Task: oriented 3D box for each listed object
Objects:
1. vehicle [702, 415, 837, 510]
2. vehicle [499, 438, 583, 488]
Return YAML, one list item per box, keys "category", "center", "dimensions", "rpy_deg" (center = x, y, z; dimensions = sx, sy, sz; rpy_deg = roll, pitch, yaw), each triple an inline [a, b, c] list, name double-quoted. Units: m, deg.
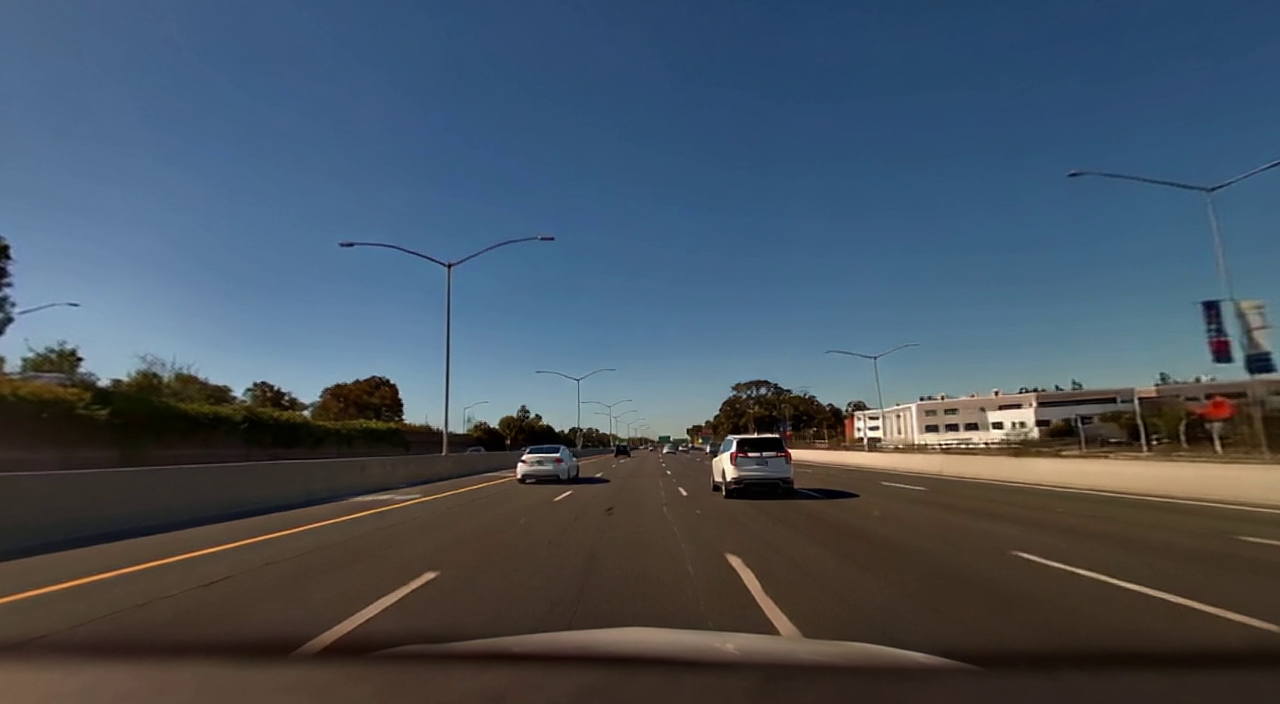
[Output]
- category: "vehicle"
  center: [2.833, 2.568, 15.063]
  dimensions: [2.148, 1.852, 4.835]
  rpy_deg: [0, -8, 0]
- category: "vehicle"
  center: [-3.344, 3.870, 22.315]
  dimensions: [2.080, 1.542, 4.718]
  rpy_deg: [-1, -8, 2]
